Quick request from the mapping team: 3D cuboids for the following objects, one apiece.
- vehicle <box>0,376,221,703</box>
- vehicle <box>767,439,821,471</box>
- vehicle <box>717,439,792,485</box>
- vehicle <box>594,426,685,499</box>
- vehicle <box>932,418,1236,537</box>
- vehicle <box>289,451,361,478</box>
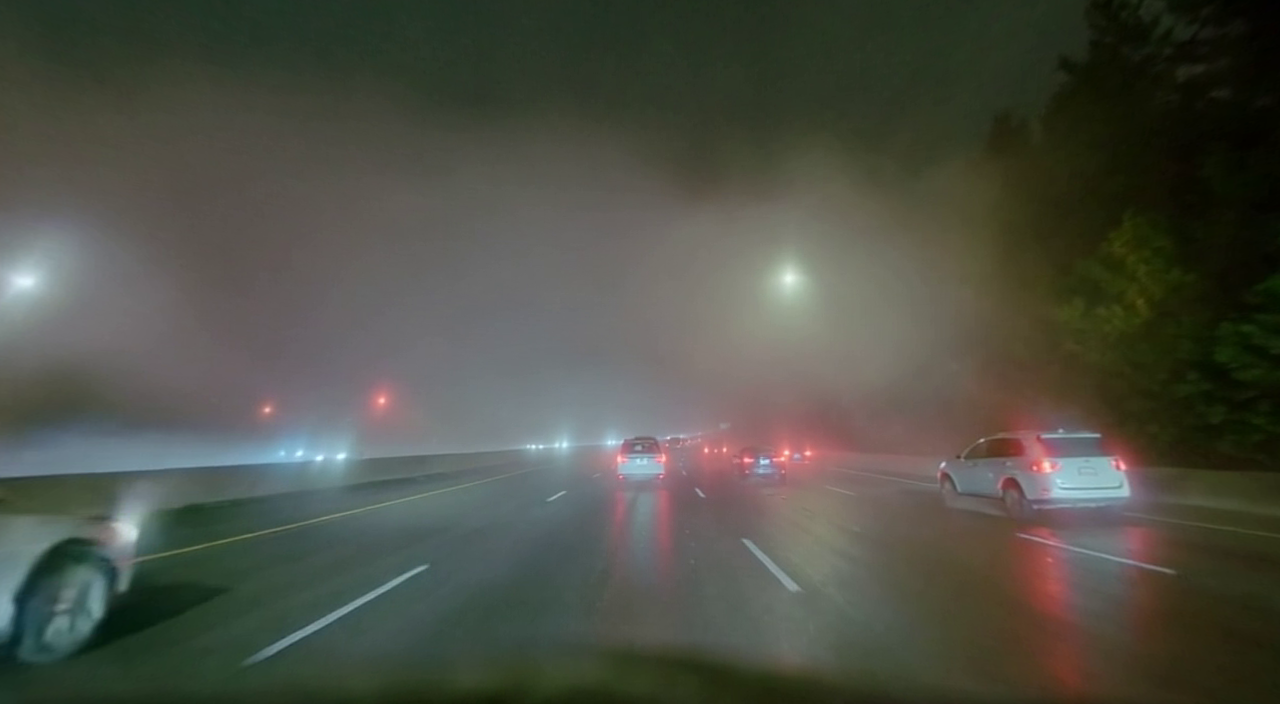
[{"bbox_3d":[-4.180,0.802,2.196,2.128,1.627,4.697,0,-9,1],"label":"vehicle"},{"bbox_3d":[8.168,5.494,33.786,1.956,1.588,4.305,0,-9,2],"label":"vehicle"},{"bbox_3d":[4.070,3.987,23.140,1.999,1.514,4.338,0,-9,1],"label":"vehicle"},{"bbox_3d":[0.048,2.974,17.240,2.181,1.728,3.970,0,-9,2],"label":"vehicle"},{"bbox_3d":[7.414,2.138,11.377,2.028,1.657,4.823,0,-9,1],"label":"vehicle"},{"bbox_3d":[-19.969,7.134,40.120,1.869,1.536,4.621,0,-9,5],"label":"vehicle"}]
